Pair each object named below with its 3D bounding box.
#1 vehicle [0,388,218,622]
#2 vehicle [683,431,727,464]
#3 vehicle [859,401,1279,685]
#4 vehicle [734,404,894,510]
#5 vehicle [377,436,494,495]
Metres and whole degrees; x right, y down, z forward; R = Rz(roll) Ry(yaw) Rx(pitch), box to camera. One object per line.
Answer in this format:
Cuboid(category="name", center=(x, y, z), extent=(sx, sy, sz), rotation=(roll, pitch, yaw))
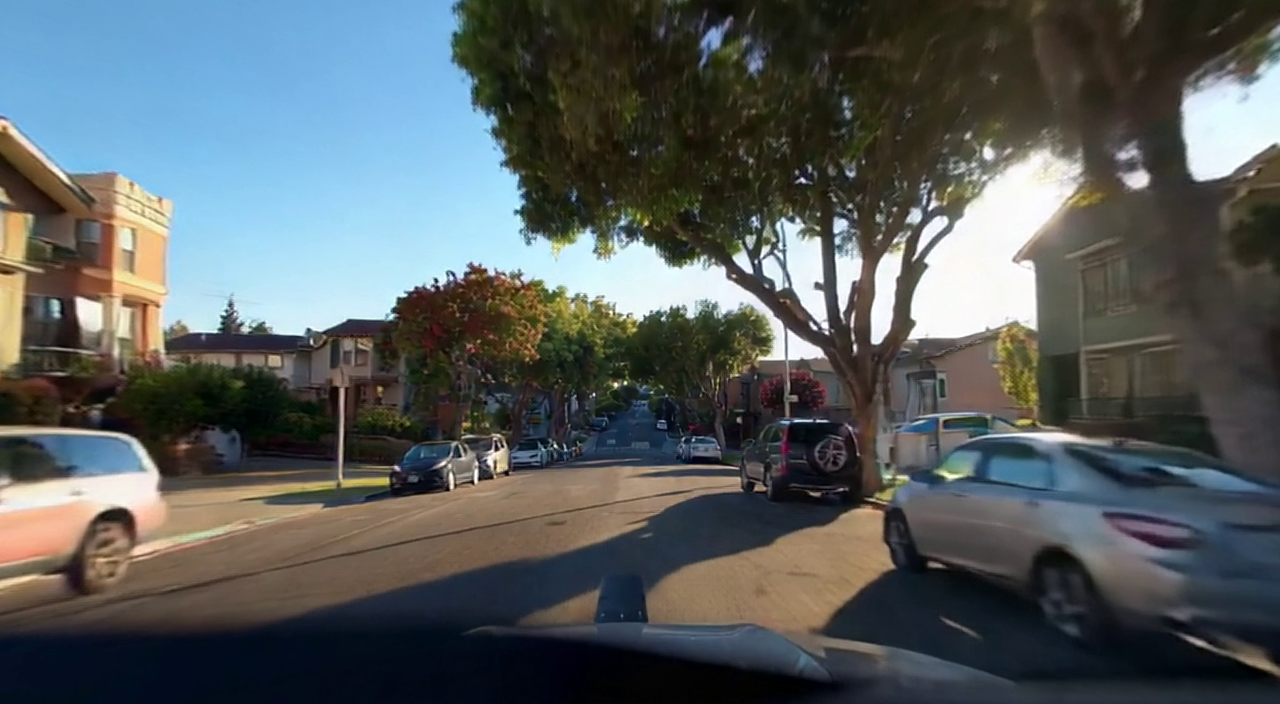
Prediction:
Cuboid(category="vehicle", center=(-5.942, 1.277, 5.061), extent=(2.106, 1.760, 4.573), rotation=(-4, -9, -2))
Cuboid(category="vehicle", center=(3.695, 5.516, 36.622), extent=(1.952, 1.738, 4.518), rotation=(0, -8, -2))
Cuboid(category="vehicle", center=(3.721, 1.333, 5.630), extent=(1.968, 1.505, 4.368), rotation=(0, -8, 0))
Cuboid(category="vehicle", center=(3.630, 2.311, 14.283), extent=(2.158, 1.977, 4.750), rotation=(0, -8, -1))
Cuboid(category="vehicle", center=(-5.786, 3.243, 18.535), extent=(1.998, 1.485, 4.476), rotation=(0, -8, -1))
